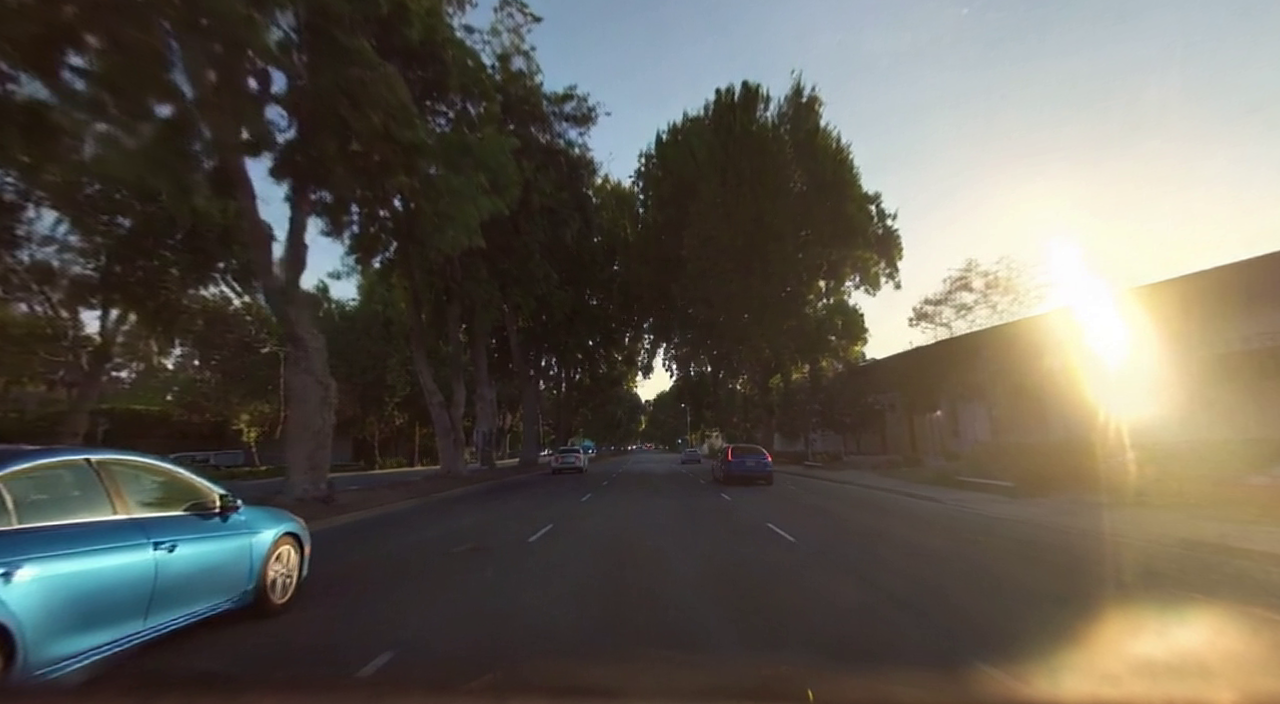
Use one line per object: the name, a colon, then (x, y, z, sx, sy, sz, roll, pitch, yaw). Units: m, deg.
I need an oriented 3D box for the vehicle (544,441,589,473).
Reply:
vehicle: (-3.922, 5.684, 34.301, 2.113, 1.626, 4.129, 0, -9, -3)

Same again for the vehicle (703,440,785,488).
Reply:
vehicle: (3.492, 3.863, 22.064, 2.083, 1.474, 4.360, 0, -9, 0)

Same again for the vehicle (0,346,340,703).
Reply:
vehicle: (-3.566, 0.904, 2.889, 2.023, 1.720, 4.741, 0, -9, 0)

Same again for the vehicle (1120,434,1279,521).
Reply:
vehicle: (12.608, 2.523, 13.015, 3.802, 1.613, 2.025, 1, -9, -6)
